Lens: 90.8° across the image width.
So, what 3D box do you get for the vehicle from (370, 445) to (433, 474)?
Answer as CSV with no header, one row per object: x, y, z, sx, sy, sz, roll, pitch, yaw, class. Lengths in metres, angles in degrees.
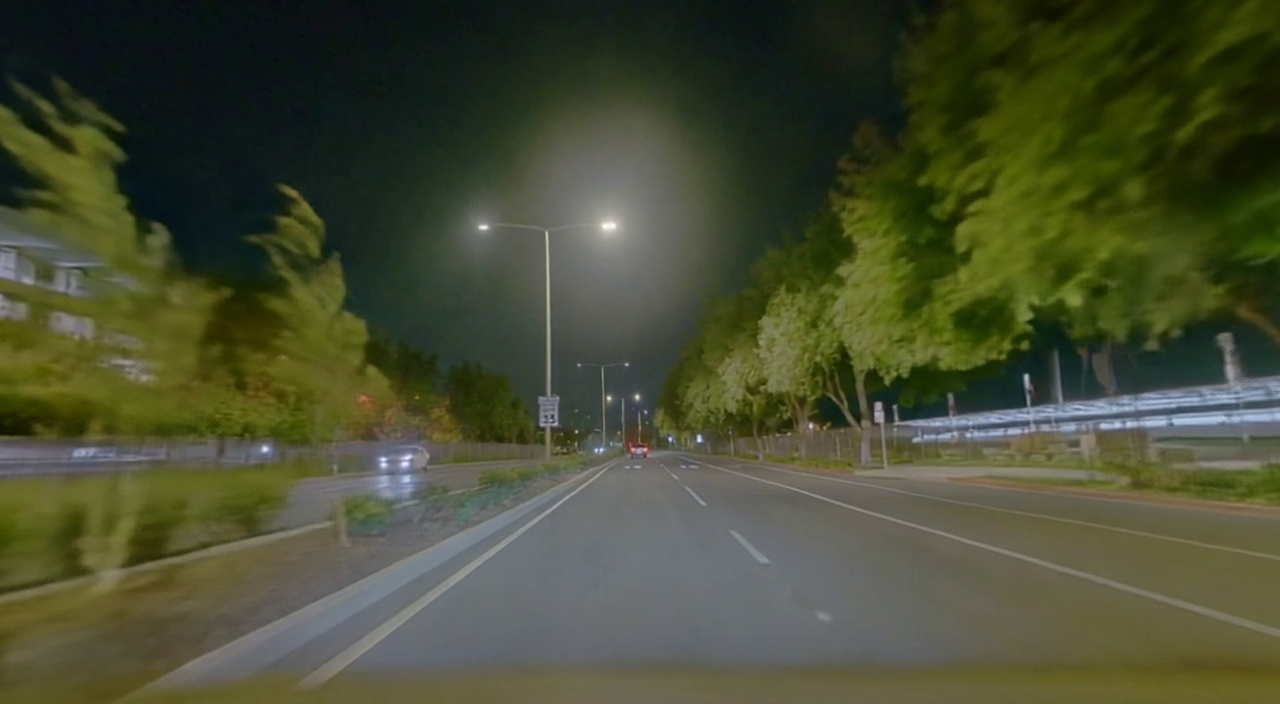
-16.463,7.434,43.974,2.511,1.881,4.658,0,-8,1,vehicle
